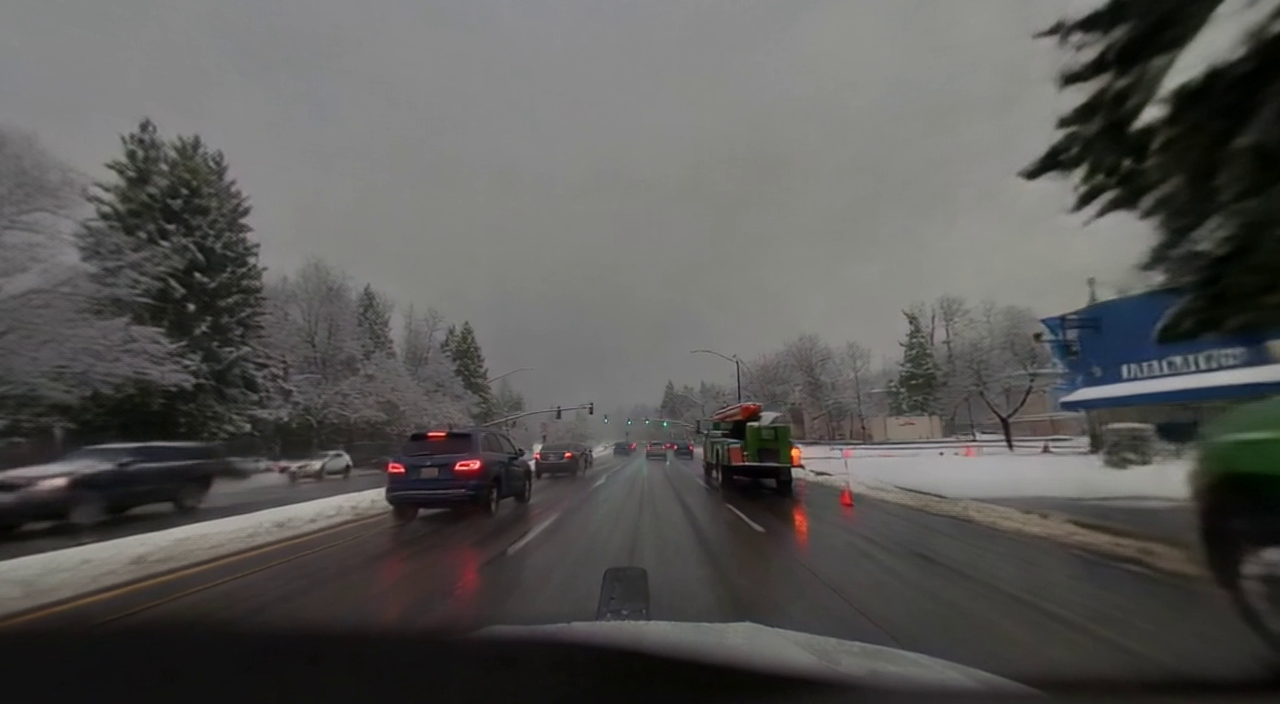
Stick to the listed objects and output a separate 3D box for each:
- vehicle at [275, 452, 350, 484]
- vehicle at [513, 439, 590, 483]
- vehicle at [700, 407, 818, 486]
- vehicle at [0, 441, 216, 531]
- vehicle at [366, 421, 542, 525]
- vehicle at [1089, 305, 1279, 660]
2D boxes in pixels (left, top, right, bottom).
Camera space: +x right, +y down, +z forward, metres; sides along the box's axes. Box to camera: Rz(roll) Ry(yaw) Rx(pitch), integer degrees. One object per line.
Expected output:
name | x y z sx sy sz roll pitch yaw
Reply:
vehicle | -19.306 6.831 37.406 1.874 1.671 4.568 0 -8 1
vehicle | -3.218 4.066 23.894 2.107 1.482 4.674 0 -8 2
vehicle | 4.091 3.546 23.758 2.760 2.465 7.936 0 -8 -1
vehicle | -12.496 2.986 14.753 1.920 1.758 4.452 0 -8 1
vehicle | -3.399 2.308 12.562 2.038 1.682 4.399 0 -8 2
vehicle | 5.349 0.566 2.200 2.653 2.231 6.793 0 -8 1
